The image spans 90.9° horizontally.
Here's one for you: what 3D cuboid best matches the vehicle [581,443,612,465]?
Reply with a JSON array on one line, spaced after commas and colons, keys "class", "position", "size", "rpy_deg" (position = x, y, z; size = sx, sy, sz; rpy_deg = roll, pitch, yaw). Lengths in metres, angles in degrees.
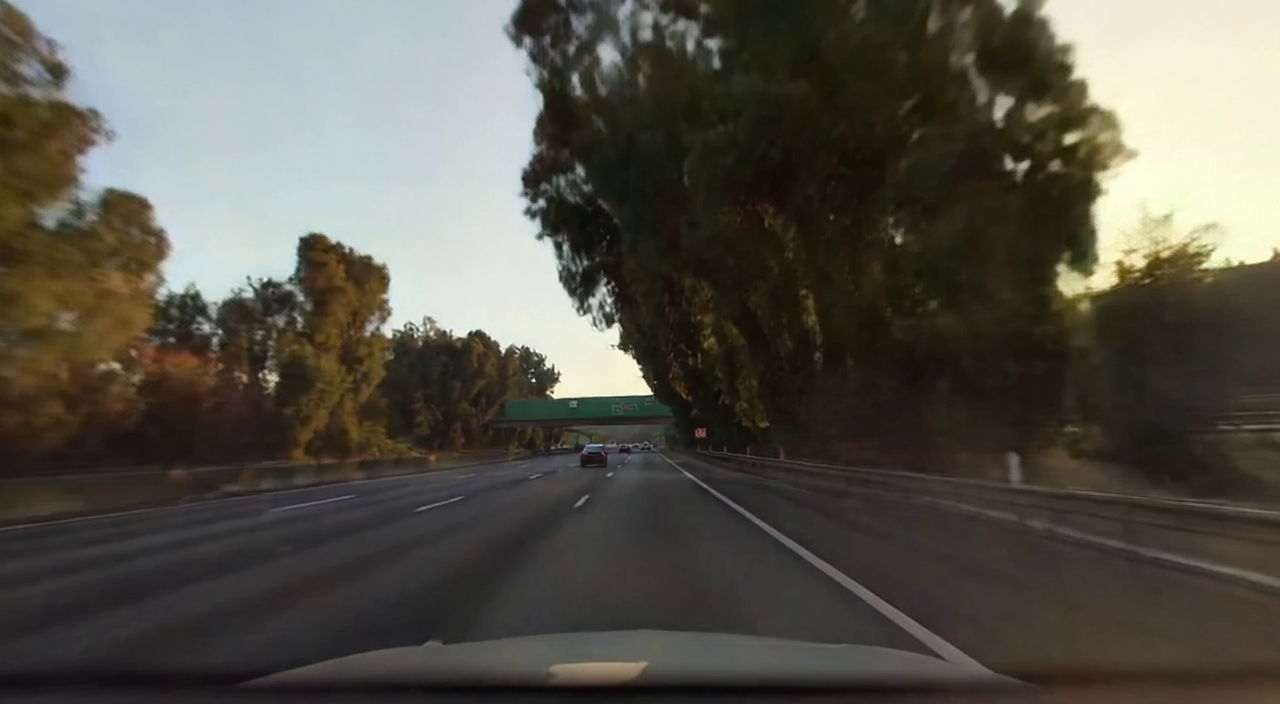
[{"class": "vehicle", "position": [-3.256, 7.701, 47.745], "size": [1.993, 1.589, 3.898], "rpy_deg": [0, -8, 0]}]
